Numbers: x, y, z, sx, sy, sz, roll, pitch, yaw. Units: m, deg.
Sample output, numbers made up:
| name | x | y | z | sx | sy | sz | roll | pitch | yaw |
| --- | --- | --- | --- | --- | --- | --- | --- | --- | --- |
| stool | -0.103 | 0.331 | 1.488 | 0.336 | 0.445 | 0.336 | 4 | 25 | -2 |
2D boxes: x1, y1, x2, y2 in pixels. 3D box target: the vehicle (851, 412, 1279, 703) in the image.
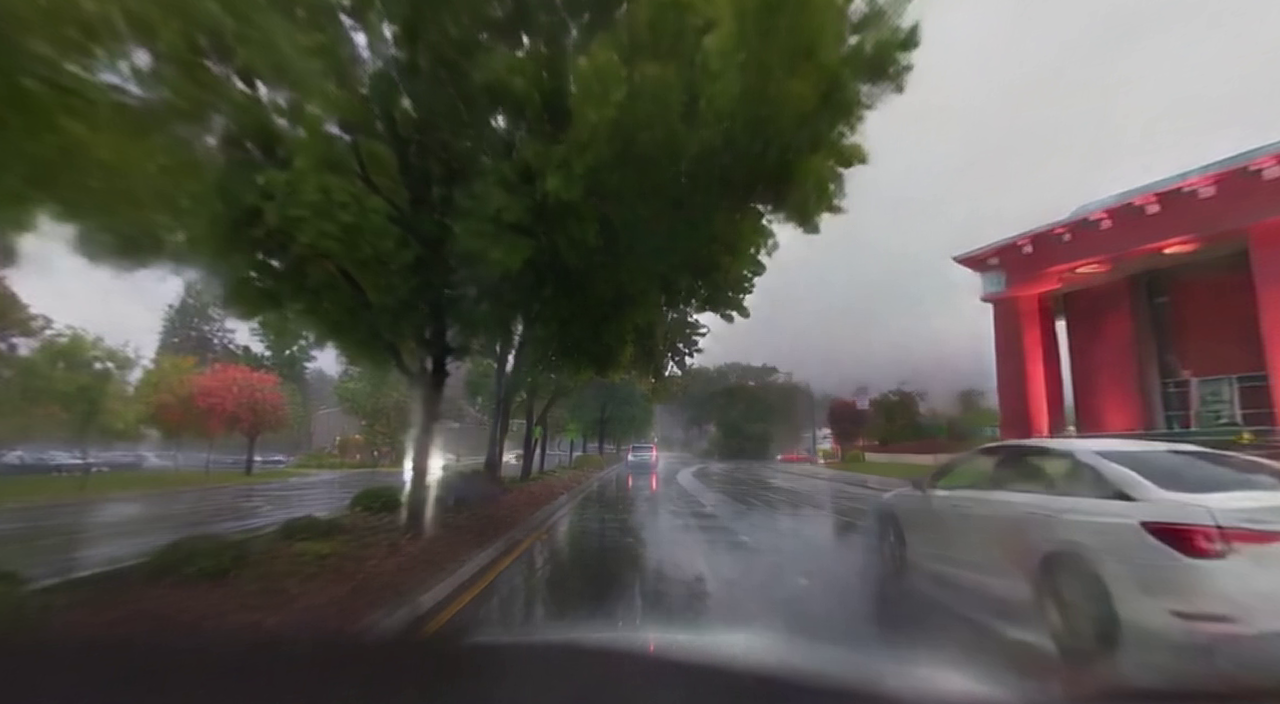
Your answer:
| name | x | y | z | sx | sy | sz | roll | pitch | yaw |
| --- | --- | --- | --- | --- | --- | --- | --- | --- | --- |
| vehicle | 3.702 | 1.385 | 5.349 | 2.132 | 1.497 | 4.827 | 0 | -8 | 0 |

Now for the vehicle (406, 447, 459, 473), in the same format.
| name | x | y | z | sx | sy | sz | roll | pitch | yaw |
| --- | --- | --- | --- | --- | --- | --- | --- | --- | --- |
| vehicle | -14.071 | 7.312 | 43.118 | 1.910 | 1.667 | 4.290 | -1 | -8 | 4 |

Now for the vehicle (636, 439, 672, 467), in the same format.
| name | x | y | z | sx | sy | sz | roll | pitch | yaw |
| --- | --- | --- | --- | --- | --- | --- | --- | --- | --- |
| vehicle | 0.958 | 6.558 | 41.133 | 2.123 | 1.703 | 4.292 | -1 | -8 | 5 |
